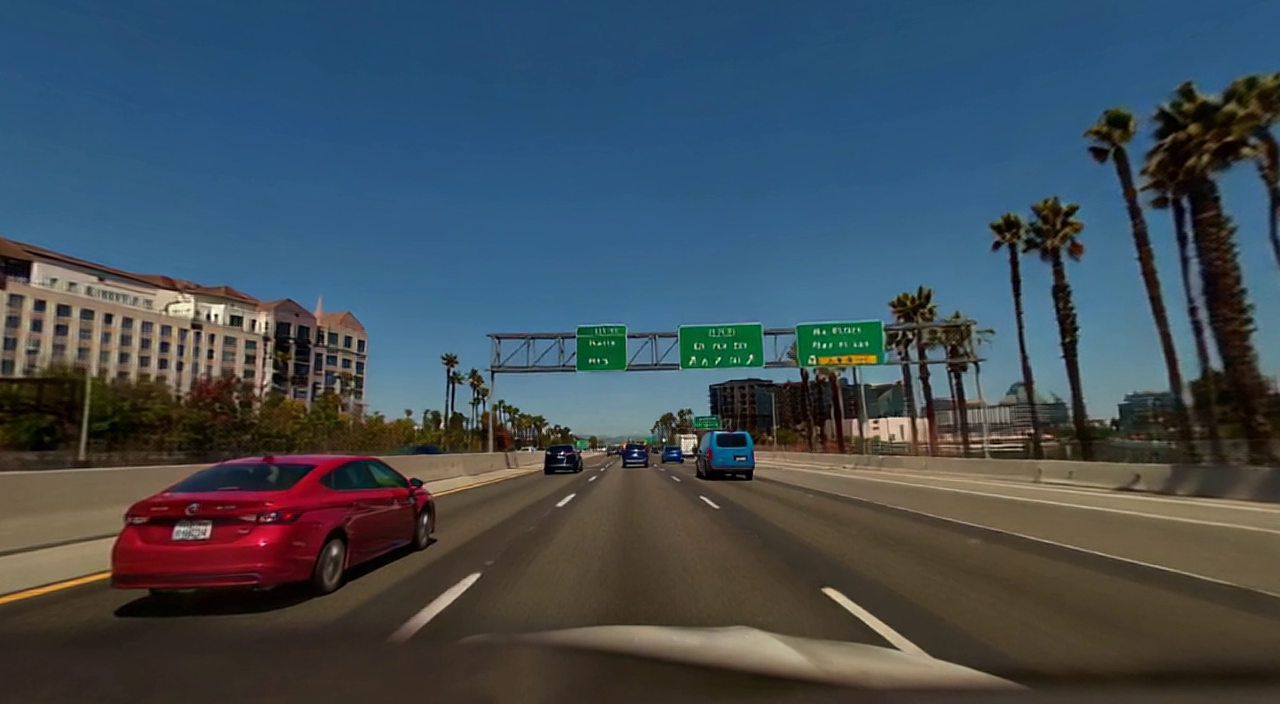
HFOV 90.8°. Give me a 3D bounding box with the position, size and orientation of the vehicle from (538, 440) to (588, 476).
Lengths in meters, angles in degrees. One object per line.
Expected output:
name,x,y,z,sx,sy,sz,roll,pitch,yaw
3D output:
vehicle,-4.082,5.741,34.411,2.109,1.793,4.613,0,-9,0

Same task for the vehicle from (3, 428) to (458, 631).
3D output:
vehicle,-3.633,1.637,6.870,1.991,1.469,4.381,0,-9,0

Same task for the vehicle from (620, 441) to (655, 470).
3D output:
vehicle,-0.208,6.756,41.493,2.212,1.786,4.198,0,-9,-1

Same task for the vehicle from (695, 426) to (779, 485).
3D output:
vehicle,3.646,4.062,25.021,2.250,2.074,5.723,0,-9,-2
